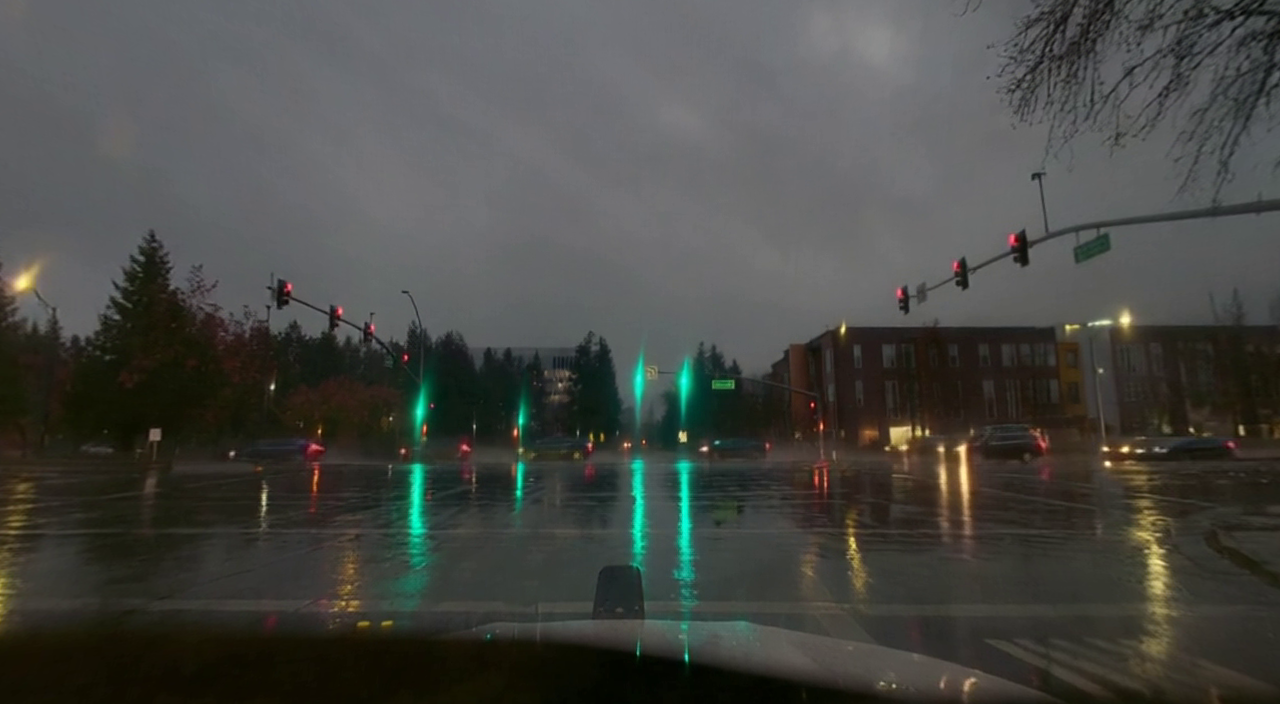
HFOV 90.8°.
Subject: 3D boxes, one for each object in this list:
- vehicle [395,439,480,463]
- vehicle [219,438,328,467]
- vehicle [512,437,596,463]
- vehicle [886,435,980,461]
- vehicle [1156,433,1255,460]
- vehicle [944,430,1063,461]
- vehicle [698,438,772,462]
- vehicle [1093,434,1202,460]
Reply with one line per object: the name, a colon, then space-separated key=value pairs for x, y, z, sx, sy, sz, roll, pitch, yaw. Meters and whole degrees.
vehicle: x=-12.851 y=6.321 z=40.230 sx=4.759 sy=1.445 sz=1.865 roll=0 pitch=-9 yaw=0
vehicle: x=-19.417 y=5.347 z=33.597 sx=4.629 sy=1.423 sz=1.833 roll=-1 pitch=-9 yaw=2
vehicle: x=-4.914 y=5.692 z=36.735 sx=4.631 sy=1.435 sz=1.715 roll=0 pitch=-9 yaw=0
vehicle: x=16.966 y=5.579 z=36.742 sx=4.519 sy=1.476 sz=1.767 roll=0 pitch=-9 yaw=0
vehicle: x=36.134 y=6.056 z=40.442 sx=4.488 sy=1.667 sz=1.869 roll=0 pitch=-9 yaw=0
vehicle: x=22.861 y=5.906 z=39.868 sx=6.133 sy=1.833 sz=2.155 roll=0 pitch=-9 yaw=-1
vehicle: x=5.980 y=6.219 z=40.244 sx=4.443 sy=1.472 sz=1.794 roll=0 pitch=-9 yaw=0
vehicle: x=29.514 y=5.550 z=36.842 sx=4.724 sy=1.452 sz=1.870 roll=0 pitch=-9 yaw=1
